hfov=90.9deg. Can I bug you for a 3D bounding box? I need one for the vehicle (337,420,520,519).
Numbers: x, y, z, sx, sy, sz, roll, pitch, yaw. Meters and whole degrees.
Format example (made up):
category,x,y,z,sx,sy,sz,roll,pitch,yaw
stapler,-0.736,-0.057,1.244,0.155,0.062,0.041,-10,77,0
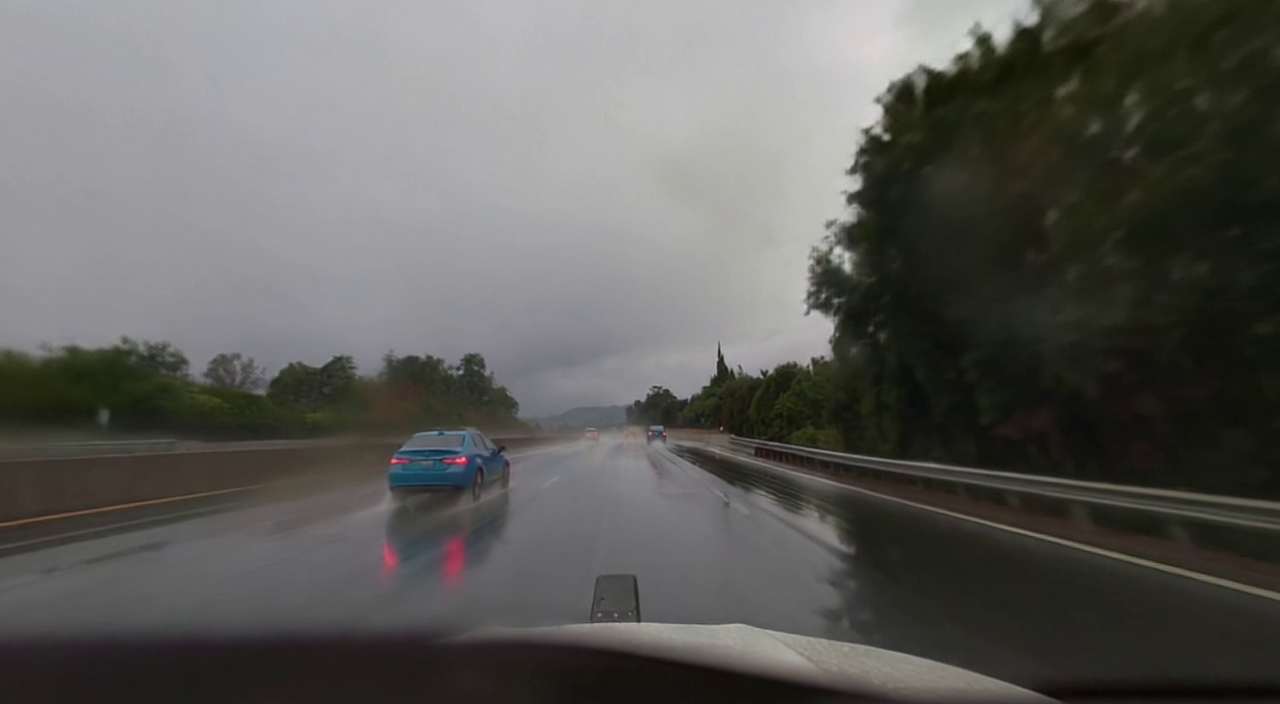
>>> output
category,x,y,z,sx,sy,sz,roll,pitch,yaw
vehicle,-3.722,2.127,12.042,2.026,1.517,4.325,0,-8,0
